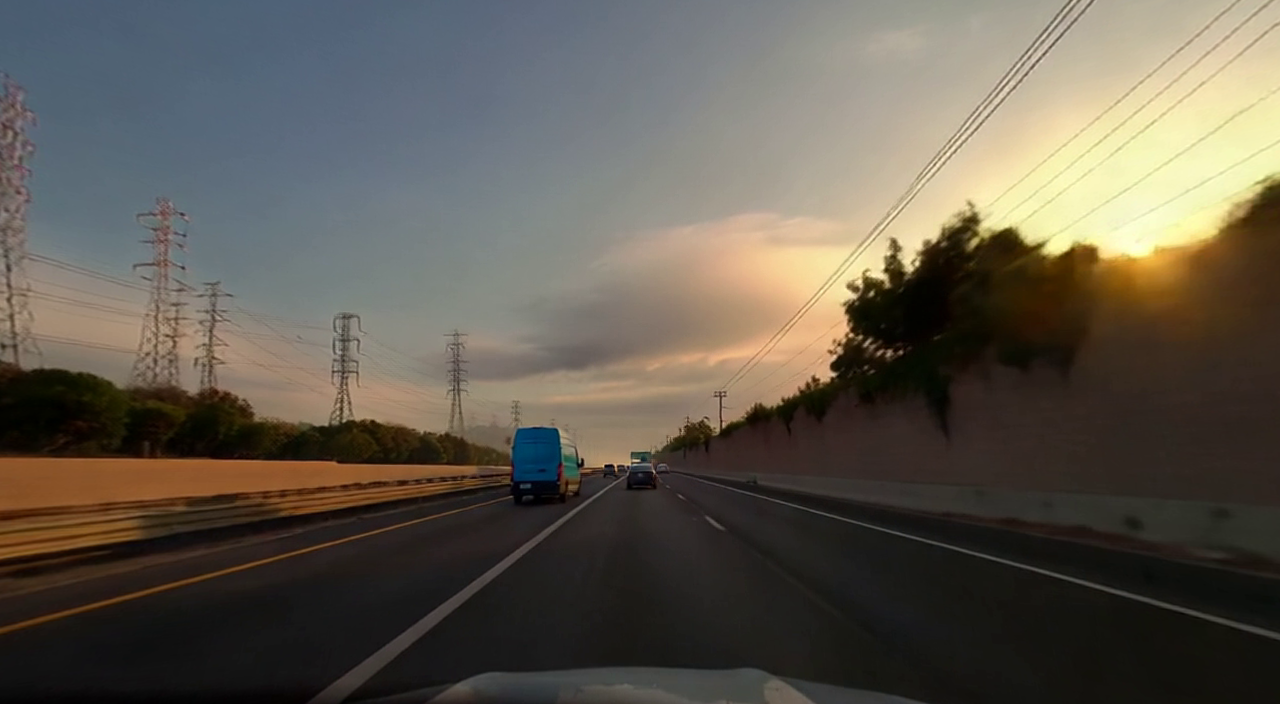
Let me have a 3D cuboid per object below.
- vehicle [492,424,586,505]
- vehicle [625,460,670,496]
[{"bbox_3d":[-3.594,4.311,24.057,2.394,2.609,6.875,1,-10,0],"label":"vehicle"},{"bbox_3d":[0.333,6.011,30.152,2.006,1.554,3.863,1,-10,0],"label":"vehicle"}]
